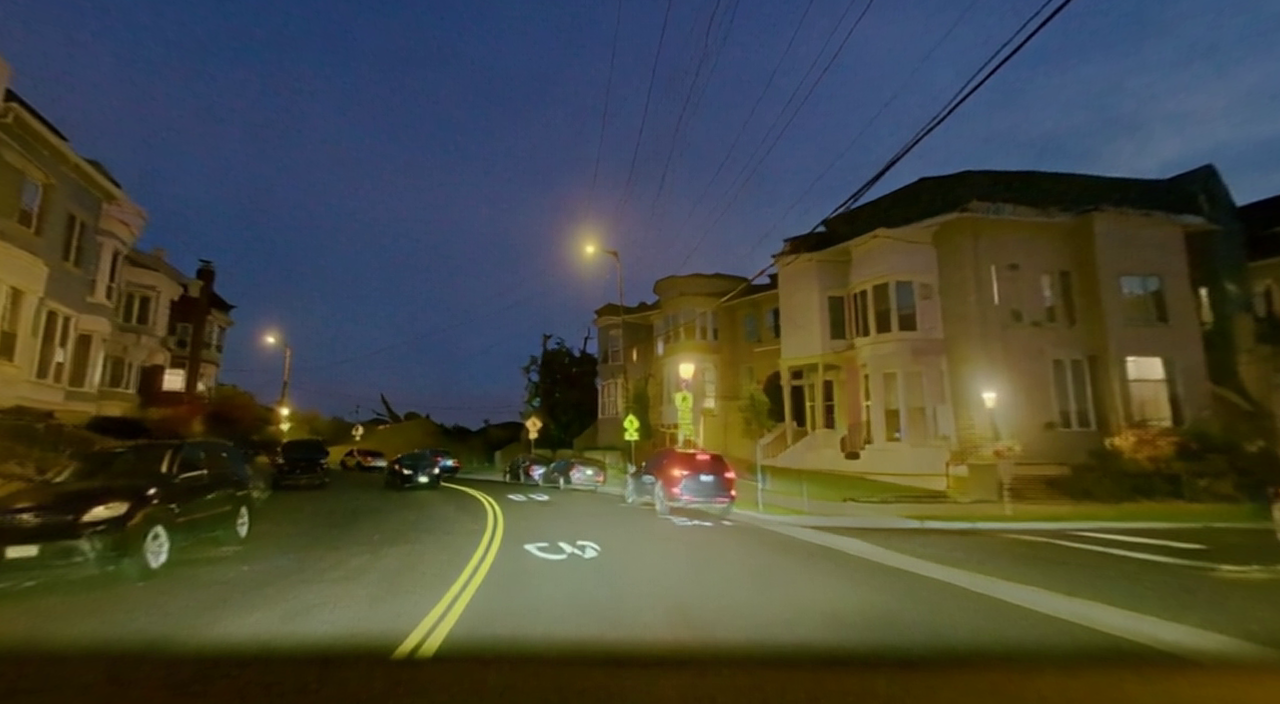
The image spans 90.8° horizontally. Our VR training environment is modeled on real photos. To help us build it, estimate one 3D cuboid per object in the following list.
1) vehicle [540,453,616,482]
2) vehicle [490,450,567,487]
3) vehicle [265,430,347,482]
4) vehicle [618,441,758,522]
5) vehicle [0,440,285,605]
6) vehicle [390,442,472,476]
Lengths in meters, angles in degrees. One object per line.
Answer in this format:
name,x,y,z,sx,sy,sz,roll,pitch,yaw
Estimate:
vehicle,-3.704,6.949,38.263,4.163,1.586,2.023,8,-11,-43
vehicle,-5.514,5.646,30.798,1.923,1.531,4.568,10,-13,-32
vehicle,-13.646,4.278,25.622,2.378,1.840,5.389,7,-13,-31
vehicle,1.001,3.140,15.893,1.994,1.682,4.750,4,-9,-15
vehicle,-7.023,2.092,8.793,2.023,1.674,4.556,1,-8,-8
vehicle,-13.768,6.994,41.448,5.504,1.869,2.449,-8,-18,42
